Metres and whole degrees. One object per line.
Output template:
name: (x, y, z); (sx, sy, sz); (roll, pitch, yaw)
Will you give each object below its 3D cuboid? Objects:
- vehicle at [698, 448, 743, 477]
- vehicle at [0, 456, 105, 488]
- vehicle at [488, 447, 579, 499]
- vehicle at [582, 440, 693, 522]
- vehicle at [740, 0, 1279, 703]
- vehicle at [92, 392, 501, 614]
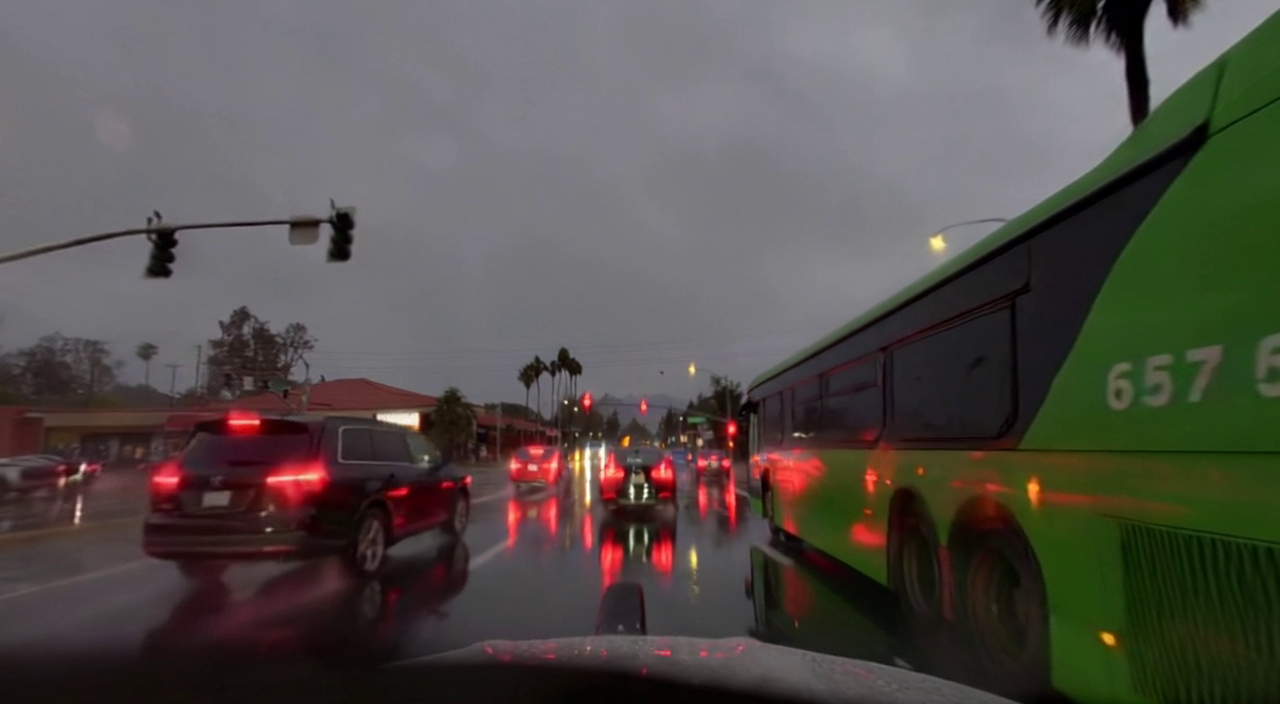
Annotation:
vehicle: (4.355, 6.012, 34.725); (1.989, 1.467, 4.364); (0, -9, 1)
vehicle: (-36.851, 7.434, 39.343); (4.855, 1.812, 2.153); (1, -9, -6)
vehicle: (-3.164, 3.679, 19.661); (1.919, 1.415, 4.178); (0, -9, 2)
vehicle: (-0.034, 2.678, 13.635); (2.060, 1.499, 3.831); (0, -9, 0)
vehicle: (3.709, 0.308, 6.819); (3.068, 4.026, 13.534); (0, -9, 0)
vehicle: (-3.408, 1.625, 7.797); (2.145, 1.824, 4.974); (0, -9, 1)
